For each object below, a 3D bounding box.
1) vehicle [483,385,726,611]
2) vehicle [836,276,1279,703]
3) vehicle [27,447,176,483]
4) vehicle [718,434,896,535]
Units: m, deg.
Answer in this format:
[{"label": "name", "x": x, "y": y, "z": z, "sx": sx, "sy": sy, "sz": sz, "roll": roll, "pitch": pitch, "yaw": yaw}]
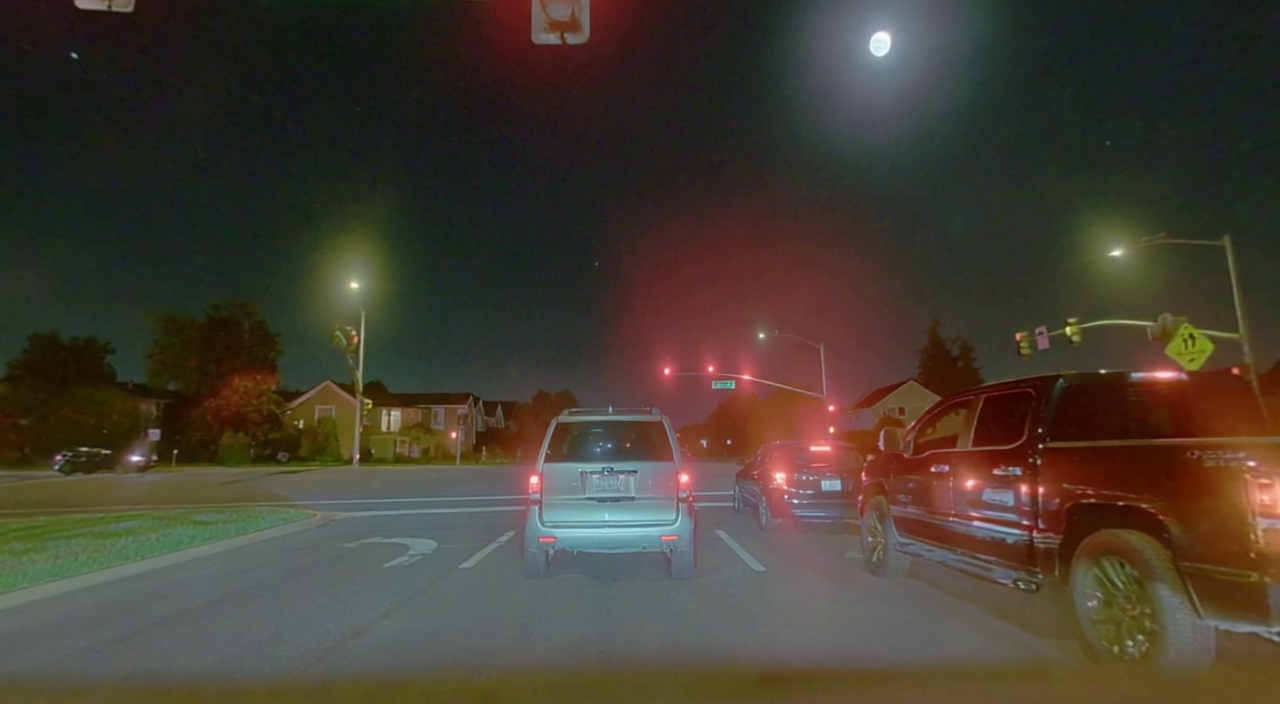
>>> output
[{"label": "vehicle", "x": -0.251, "y": 1.405, "z": 6.785, "sx": 1.915, "sy": 1.780, "sz": 3.379, "roll": 0, "pitch": -8, "yaw": 1}, {"label": "vehicle", "x": 2.977, "y": 0.948, "z": 3.809, "sx": 1.886, "sy": 1.849, "sz": 5.070, "roll": 0, "pitch": -8, "yaw": -1}, {"label": "vehicle", "x": -22.915, "y": 4.789, "z": 27.063, "sx": 4.533, "sy": 1.350, "sz": 1.714, "roll": 0, "pitch": -8, "yaw": -9}, {"label": "vehicle", "x": 2.725, "y": 2.266, "z": 11.527, "sx": 1.952, "sy": 1.465, "sz": 4.421, "roll": 0, "pitch": -8, "yaw": -1}]
